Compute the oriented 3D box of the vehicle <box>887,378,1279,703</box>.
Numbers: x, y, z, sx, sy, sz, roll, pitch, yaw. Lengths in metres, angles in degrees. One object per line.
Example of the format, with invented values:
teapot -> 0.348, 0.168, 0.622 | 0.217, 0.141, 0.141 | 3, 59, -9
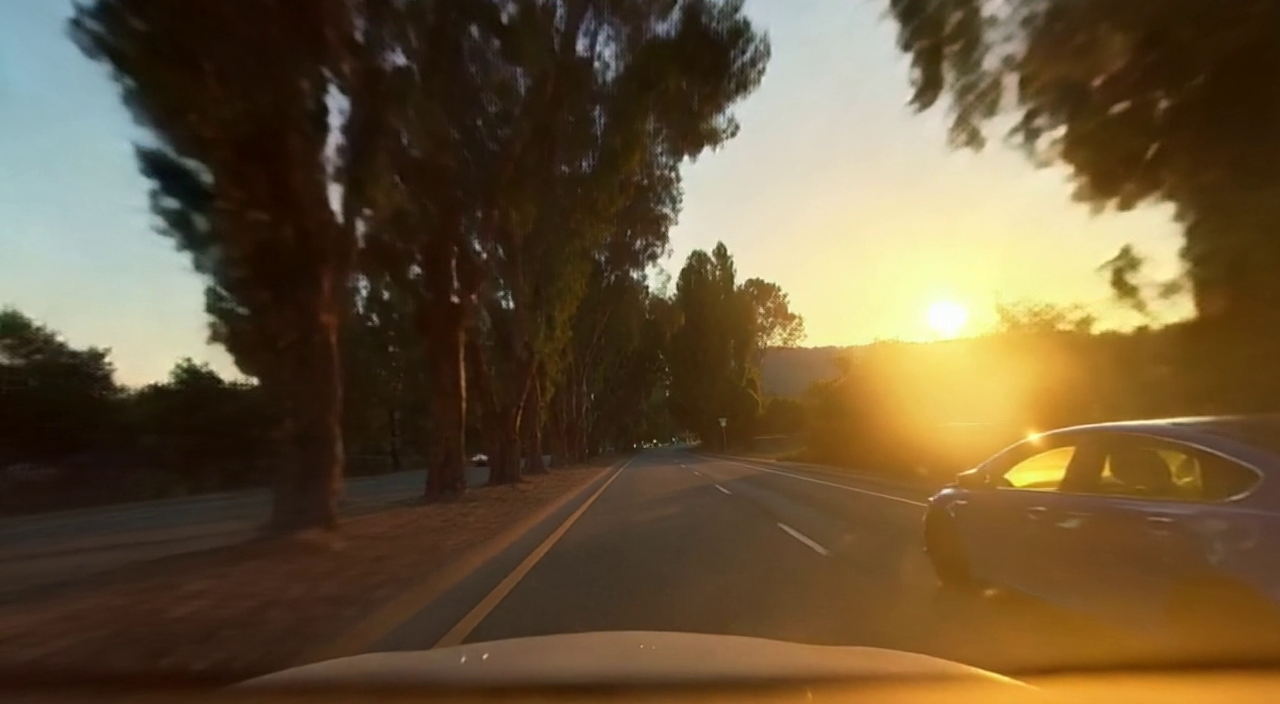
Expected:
vehicle -> 3.488, 1.059, 3.790 | 2.061, 1.503, 4.823 | 0, -8, 0
